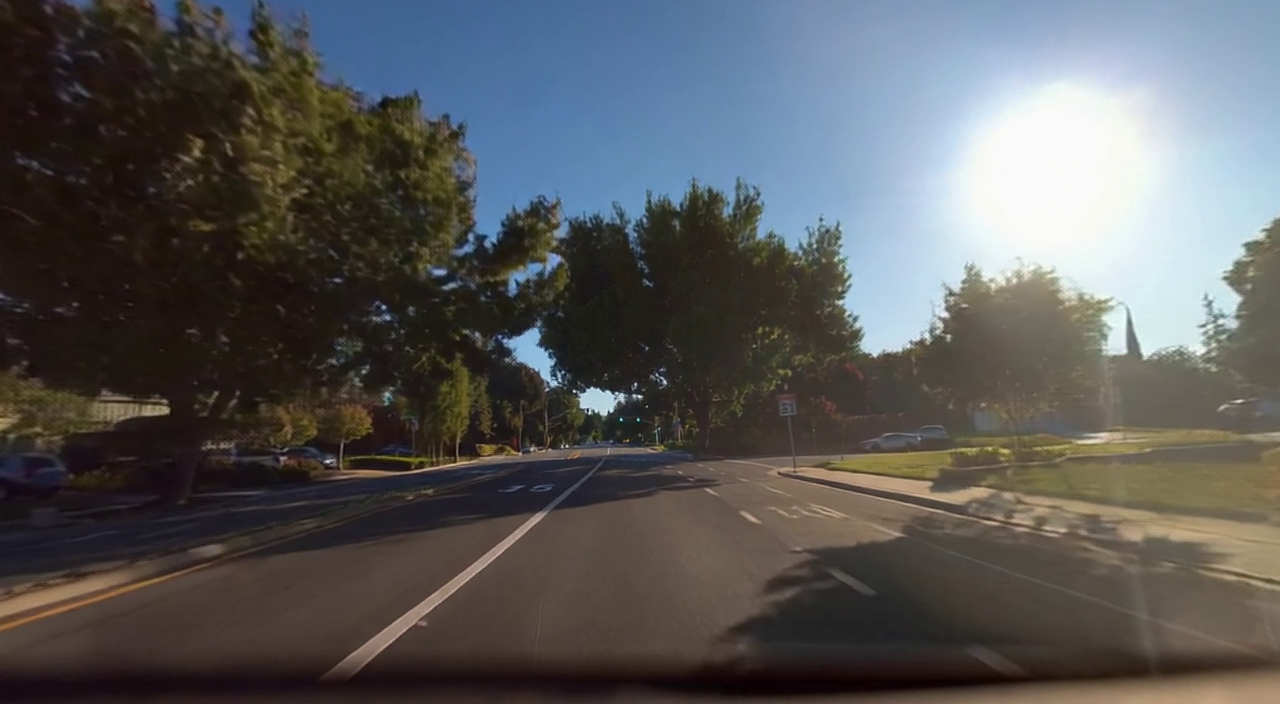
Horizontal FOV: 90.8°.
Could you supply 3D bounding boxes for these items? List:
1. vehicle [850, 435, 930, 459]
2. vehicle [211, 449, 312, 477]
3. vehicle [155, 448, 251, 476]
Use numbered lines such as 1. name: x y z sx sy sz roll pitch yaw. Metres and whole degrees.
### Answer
1. vehicle: 19.034 7.283 48.223 5.172 1.468 1.964 -3 -10 -2
2. vehicle: -21.374 6.271 35.780 4.495 1.472 1.833 0 -9 -1
3. vehicle: -26.727 6.760 38.742 4.446 1.548 1.973 -1 -10 2
